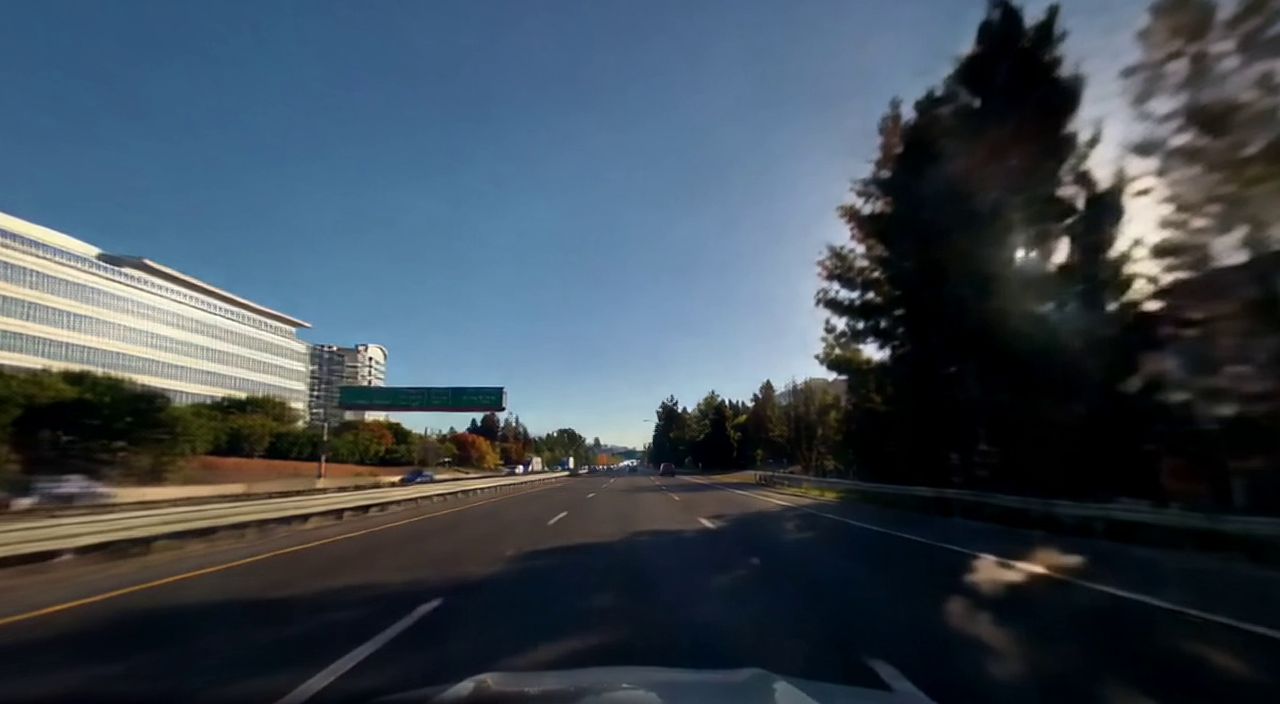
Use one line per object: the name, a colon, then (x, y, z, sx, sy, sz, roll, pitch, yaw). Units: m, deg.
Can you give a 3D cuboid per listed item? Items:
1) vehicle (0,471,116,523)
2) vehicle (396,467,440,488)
vehicle: (-19.994, 4.665, 20.554, 1.849, 1.483, 4.542, 1, -10, 0)
vehicle: (-16.307, 9.248, 46.450, 1.878, 1.427, 3.636, 1, -10, 0)
